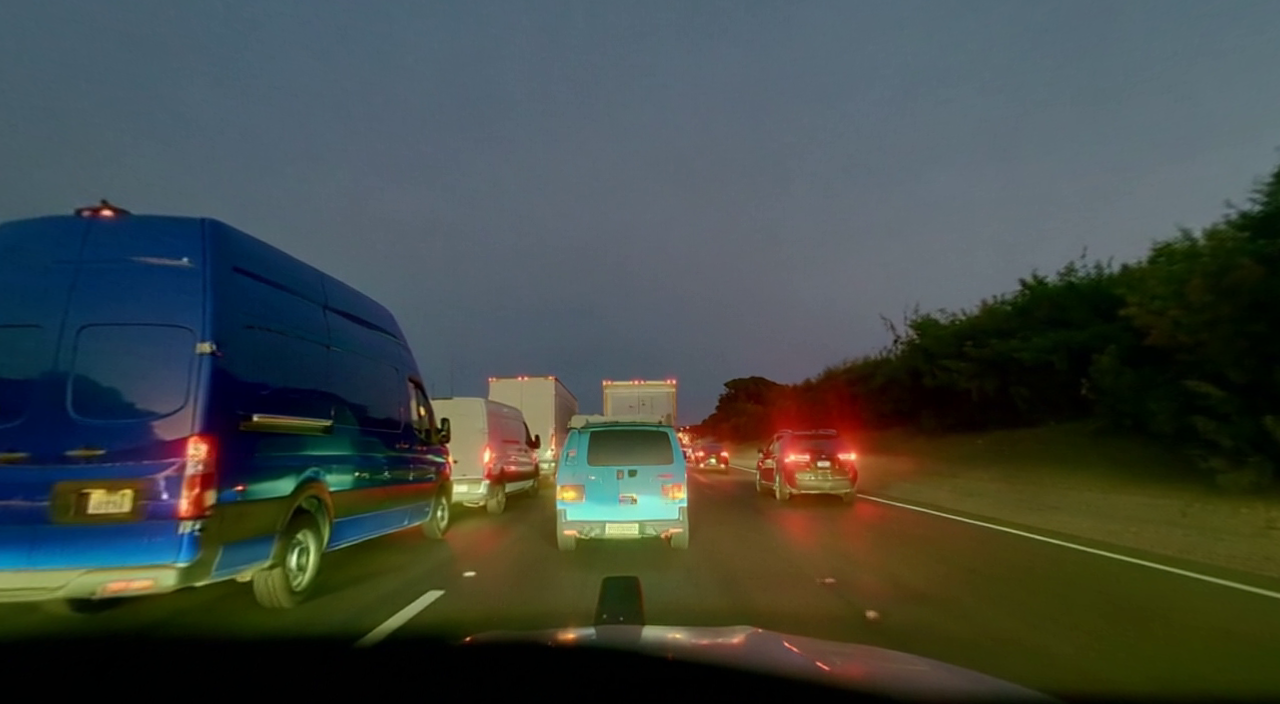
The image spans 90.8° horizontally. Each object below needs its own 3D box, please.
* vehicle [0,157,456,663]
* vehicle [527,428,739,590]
[{"bbox_3d":[-4.045,0.758,6.871,2.254,2.879,6.656,0,-9,-2],"label":"vehicle"},{"bbox_3d":[-0.094,1.748,7.715,1.995,1.495,3.380,0,-9,-1],"label":"vehicle"}]
